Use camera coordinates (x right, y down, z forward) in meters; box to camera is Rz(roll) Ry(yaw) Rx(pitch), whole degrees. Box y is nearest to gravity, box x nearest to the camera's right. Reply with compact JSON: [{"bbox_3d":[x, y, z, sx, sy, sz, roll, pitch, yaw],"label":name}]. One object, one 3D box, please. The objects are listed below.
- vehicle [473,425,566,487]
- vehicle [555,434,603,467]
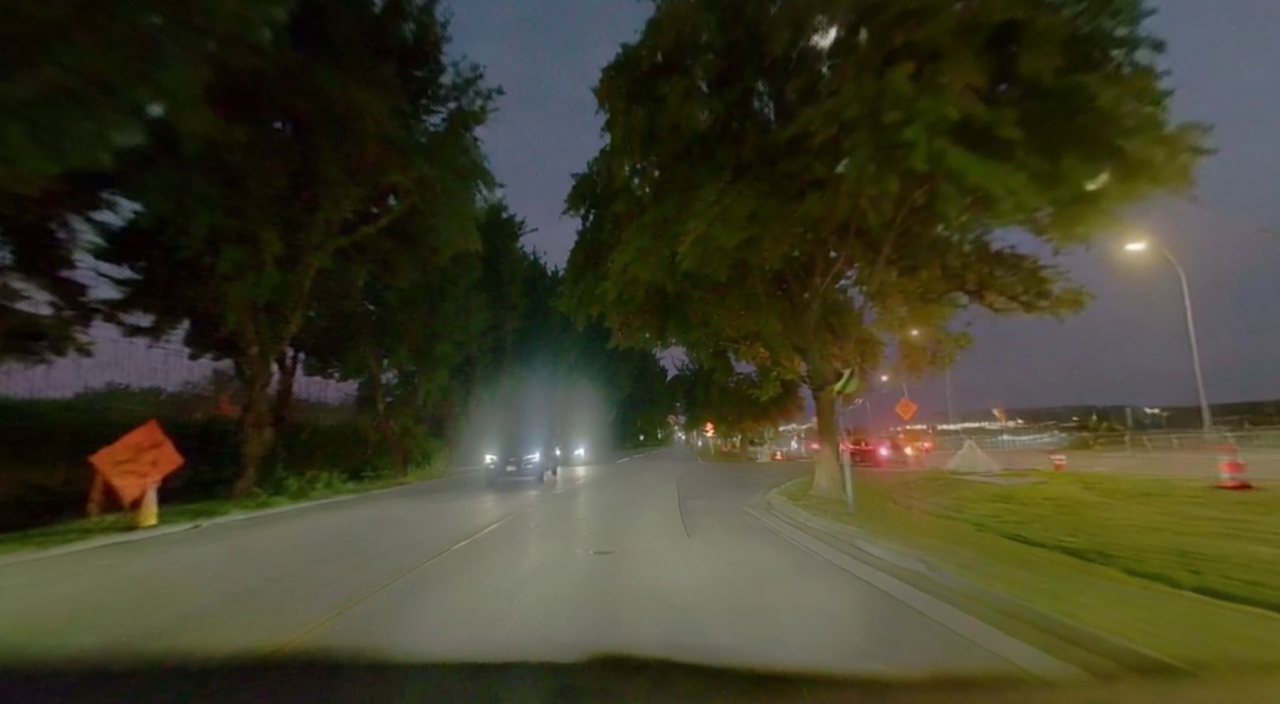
[{"bbox_3d":[-4.115,3.656,22.542,2.119,1.935,4.881,-1,-8,3],"label":"vehicle"},{"bbox_3d":[-3.563,5.858,37.759,2.033,1.765,4.698,-2,-8,4],"label":"vehicle"}]
